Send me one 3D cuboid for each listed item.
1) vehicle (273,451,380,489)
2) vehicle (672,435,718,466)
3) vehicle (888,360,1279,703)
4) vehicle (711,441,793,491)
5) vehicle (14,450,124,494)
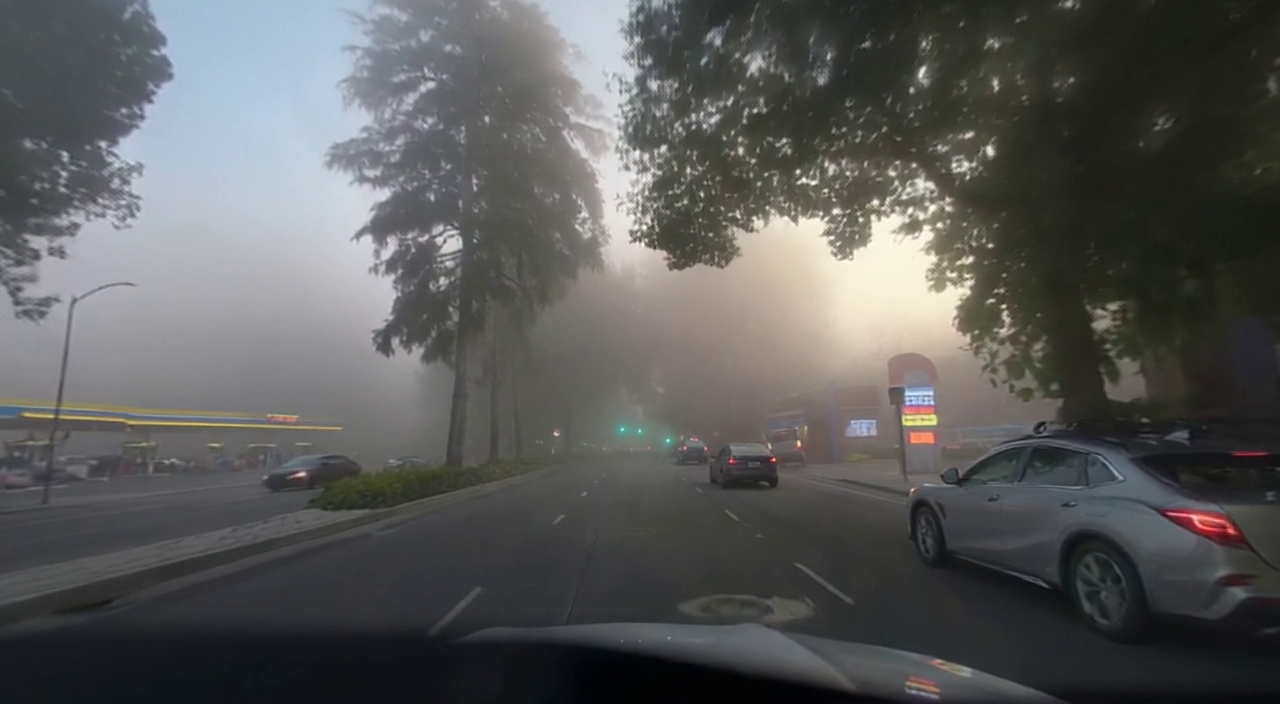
[{"bbox_3d":[-14.205,5.344,29.045,2.031,1.539,5.646,-1,-9,0],"label":"vehicle"},{"bbox_3d":[3.673,6.738,43.281,2.611,1.983,5.165,0,-9,-1],"label":"vehicle"},{"bbox_3d":[3.698,1.126,4.384,1.875,1.665,4.931,0,-9,0],"label":"vehicle"},{"bbox_3d":[3.602,3.749,21.055,1.871,1.442,4.122,0,-9,-1],"label":"vehicle"},{"bbox_3d":[-28.767,5.986,32.006,2.064,2.002,4.835,2,-9,-16],"label":"vehicle"}]
